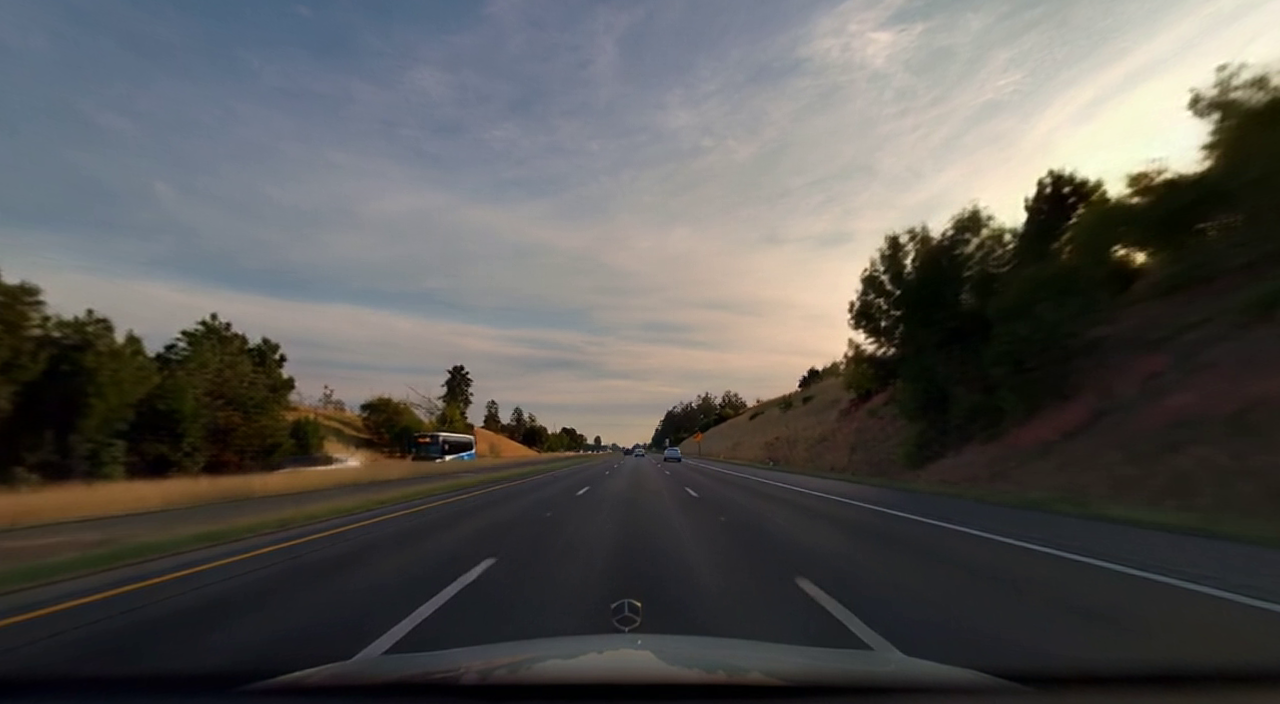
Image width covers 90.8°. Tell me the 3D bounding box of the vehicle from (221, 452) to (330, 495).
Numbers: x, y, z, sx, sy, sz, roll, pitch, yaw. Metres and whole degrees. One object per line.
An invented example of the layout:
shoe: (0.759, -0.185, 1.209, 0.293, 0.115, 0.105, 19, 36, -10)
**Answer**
vehicle: (-13.159, 4.370, 23.033, 1.778, 1.407, 3.668, 0, -9, 0)
